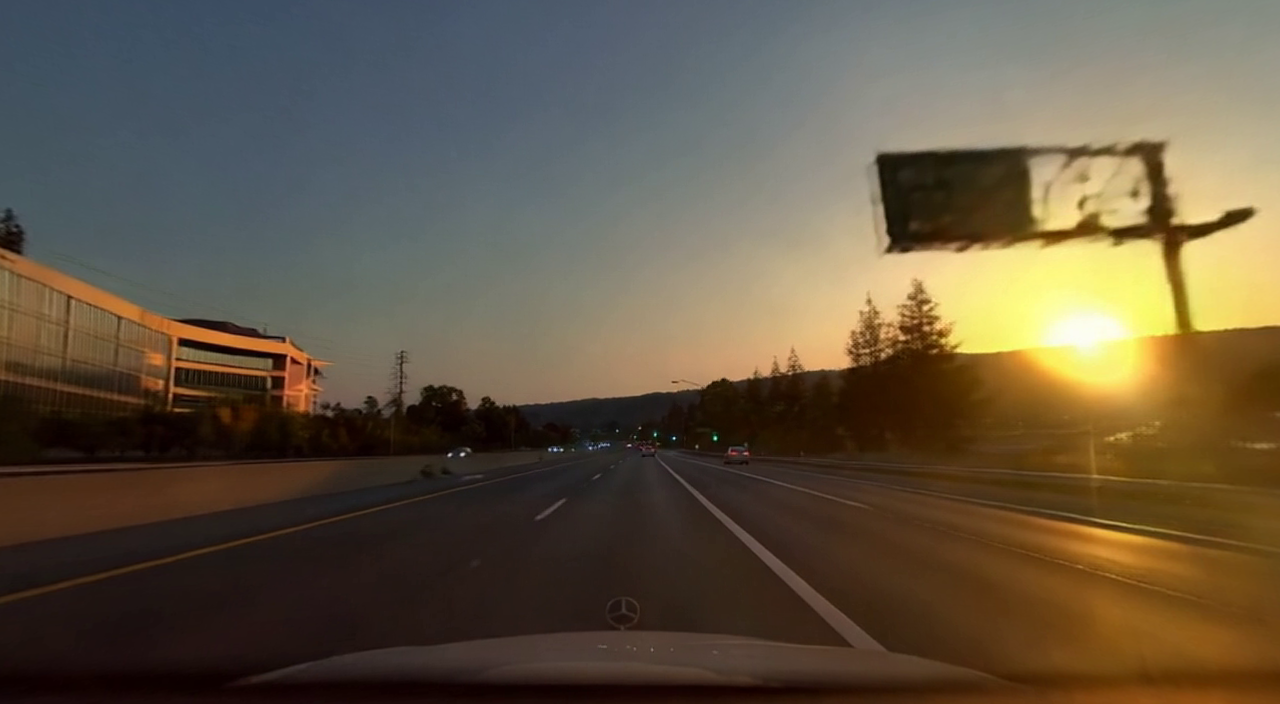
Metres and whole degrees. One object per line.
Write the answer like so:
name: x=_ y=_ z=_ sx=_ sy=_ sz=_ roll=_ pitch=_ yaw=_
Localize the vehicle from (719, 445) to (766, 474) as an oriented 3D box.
vehicle: x=6.173 y=6.507 z=38.371 sx=2.085 sy=1.594 sz=4.848 roll=0 pitch=-9 yaw=0
